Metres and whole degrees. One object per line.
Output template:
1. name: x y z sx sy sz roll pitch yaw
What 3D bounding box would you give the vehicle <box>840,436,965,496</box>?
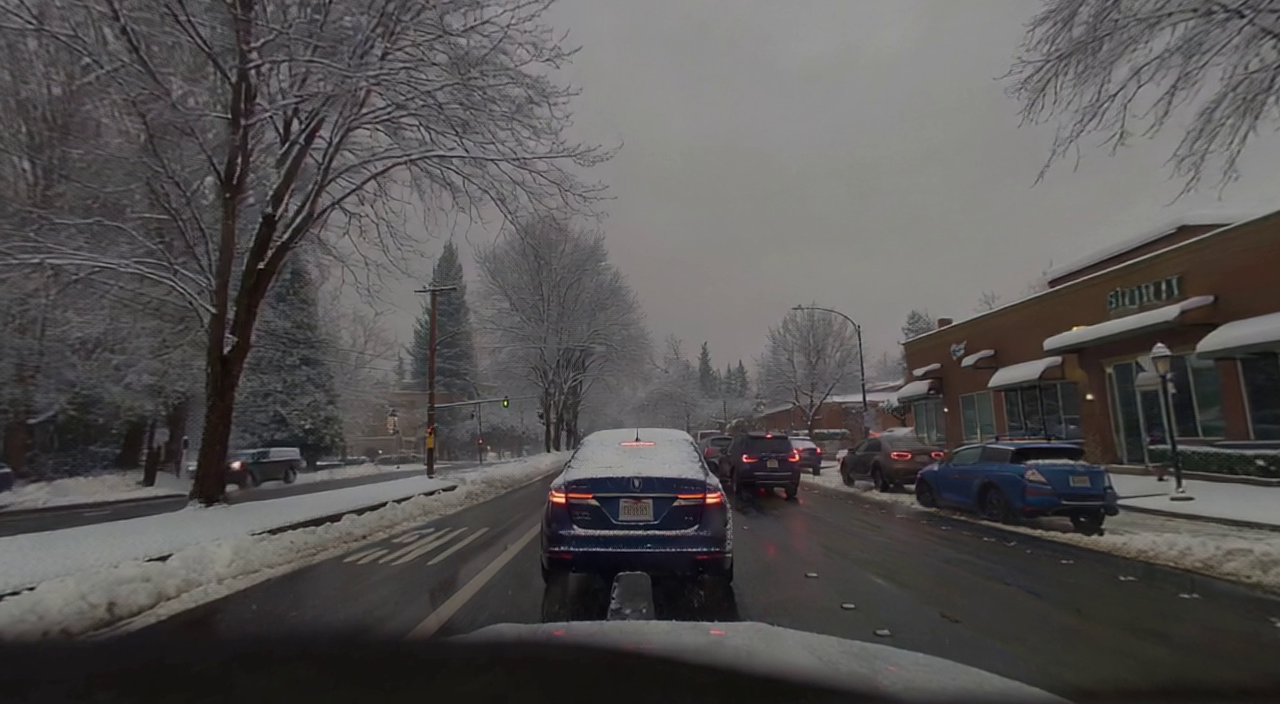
1. vehicle: 7.899 3.447 19.514 1.963 1.637 4.527 0 -8 1

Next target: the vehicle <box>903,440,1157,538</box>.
1. vehicle: 6.834 2.402 11.790 1.911 1.468 4.417 0 -8 0

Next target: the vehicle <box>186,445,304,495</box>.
1. vehicle: -15.293 4.553 24.764 2.163 1.743 4.428 1 -8 -7

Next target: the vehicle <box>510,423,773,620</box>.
1. vehicle: -0.018 1.600 6.998 1.977 1.465 4.376 0 -8 -1

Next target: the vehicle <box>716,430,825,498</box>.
1. vehicle: 3.614 3.205 18.465 2.114 1.736 4.553 0 -8 -1
